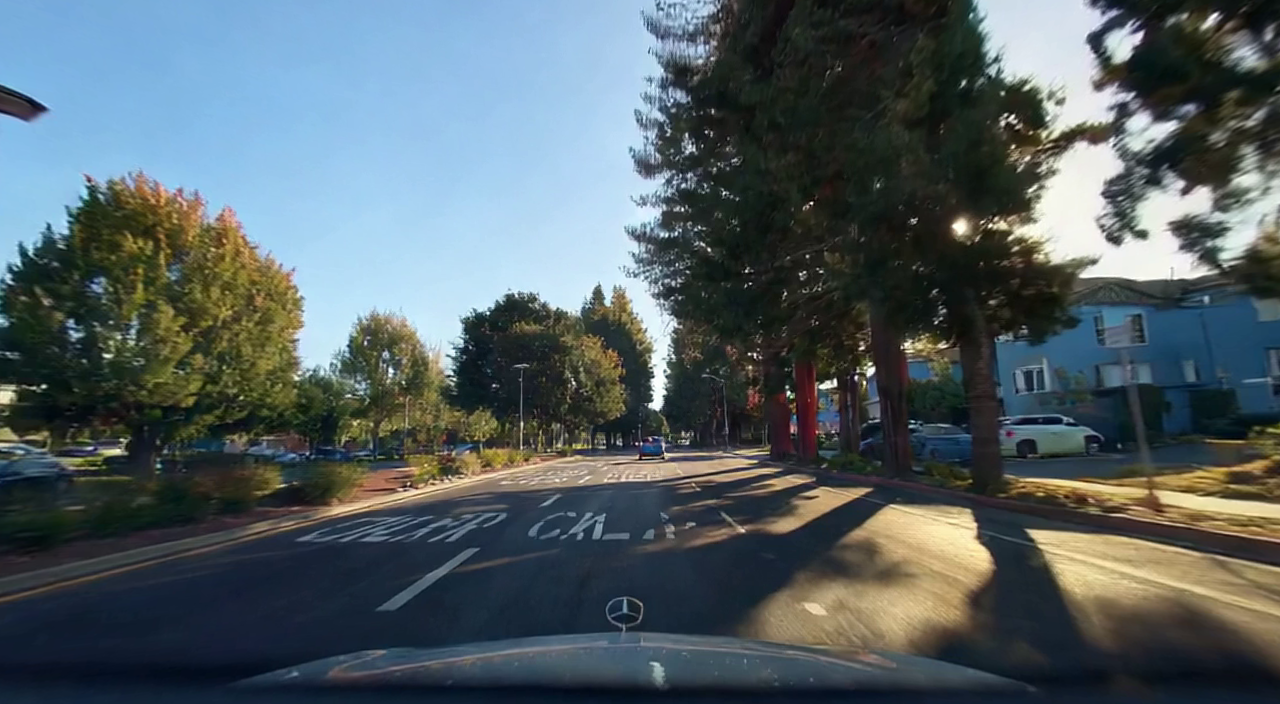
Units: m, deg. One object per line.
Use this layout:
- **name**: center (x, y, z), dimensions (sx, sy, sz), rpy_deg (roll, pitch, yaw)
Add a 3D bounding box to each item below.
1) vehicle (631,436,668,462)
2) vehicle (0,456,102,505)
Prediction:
- **vehicle**: center (0.620, 5.907, 38.461), dimensions (2.144, 1.505, 4.128), rpy_deg (0, -8, 1)
- **vehicle**: center (-20.970, 4.251, 20.943), dimensions (1.872, 1.459, 4.628), rpy_deg (0, -8, 0)
